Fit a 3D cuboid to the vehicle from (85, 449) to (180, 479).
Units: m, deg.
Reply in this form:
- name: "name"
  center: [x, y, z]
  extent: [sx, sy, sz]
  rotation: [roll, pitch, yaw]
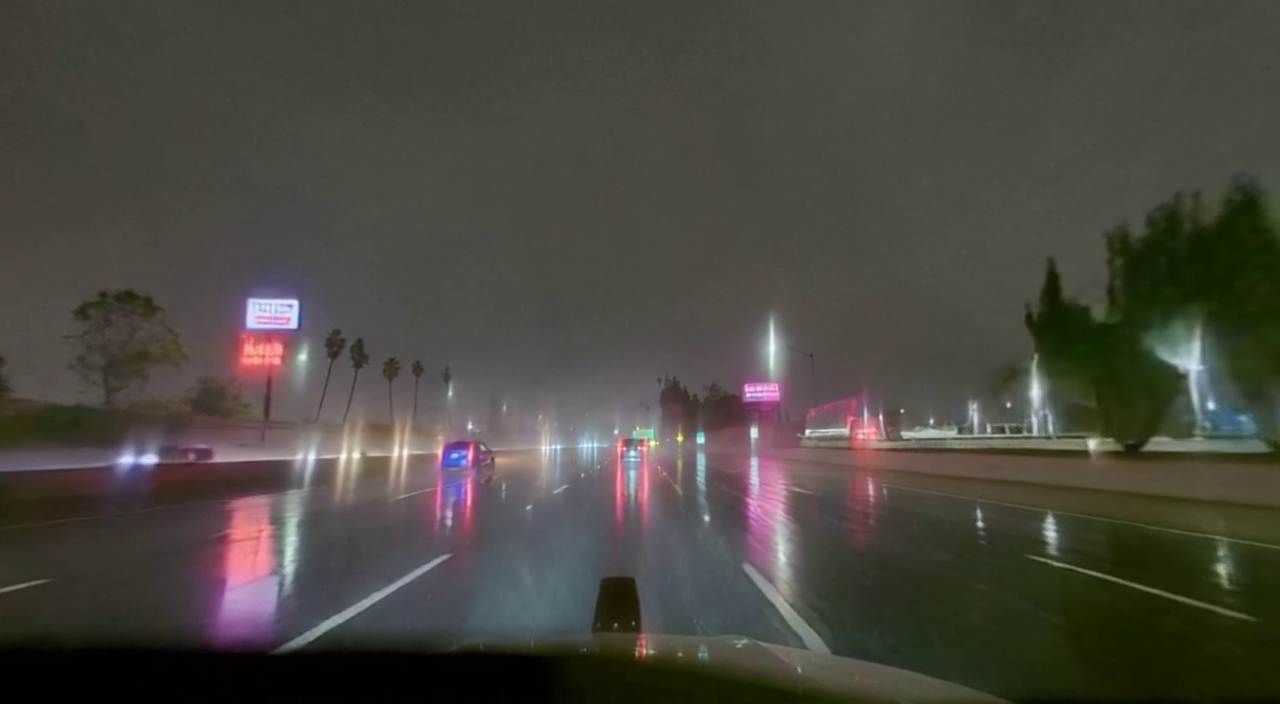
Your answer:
- name: "vehicle"
  center: [-26.225, 5.771, 32.807]
  extent: [1.775, 1.422, 3.843]
  rotation: [0, -9, -1]

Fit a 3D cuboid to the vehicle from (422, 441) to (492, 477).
- name: "vehicle"
  center: [-8.487, 4.984, 29.770]
  extent: [1.971, 1.552, 4.465]
  rotation: [0, -9, 0]
